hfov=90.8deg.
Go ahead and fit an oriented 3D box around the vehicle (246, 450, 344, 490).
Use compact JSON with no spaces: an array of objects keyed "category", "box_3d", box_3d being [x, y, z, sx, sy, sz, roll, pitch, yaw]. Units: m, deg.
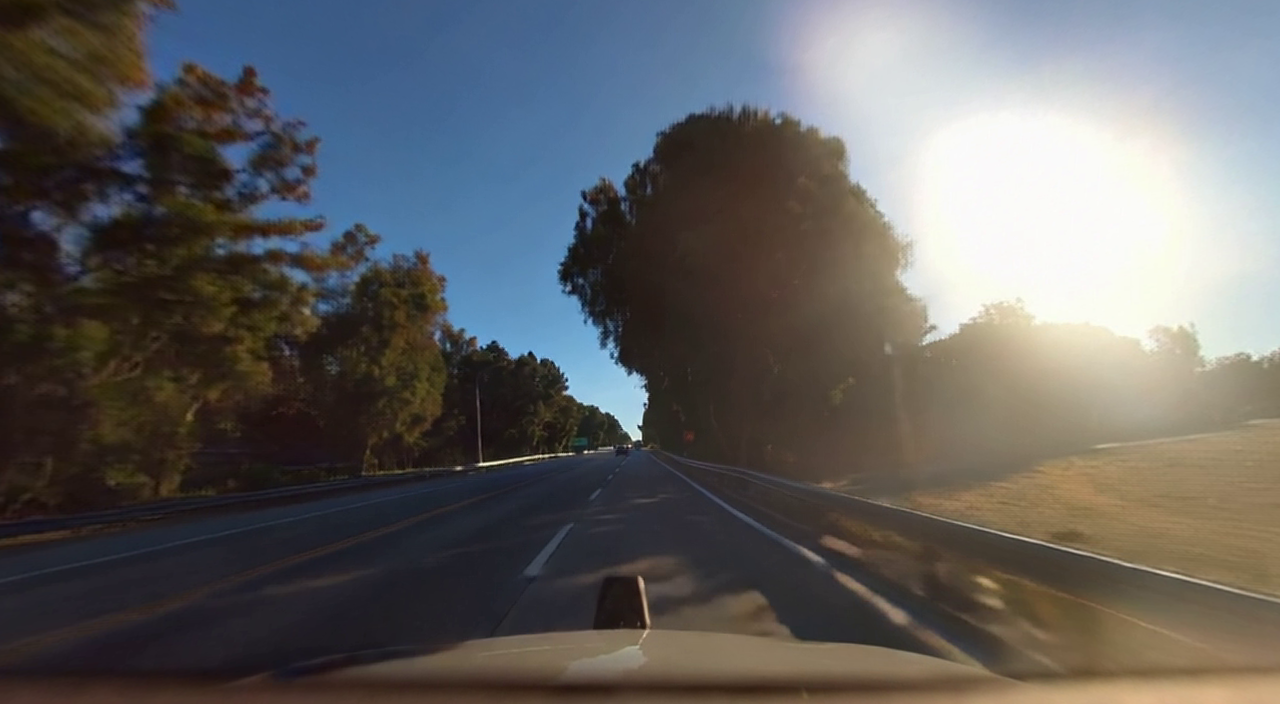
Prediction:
[{"category":"vehicle","box_3d":[-20.569,7.016,37.782,4.655,1.832,2.227,-6,-8,2]}]
